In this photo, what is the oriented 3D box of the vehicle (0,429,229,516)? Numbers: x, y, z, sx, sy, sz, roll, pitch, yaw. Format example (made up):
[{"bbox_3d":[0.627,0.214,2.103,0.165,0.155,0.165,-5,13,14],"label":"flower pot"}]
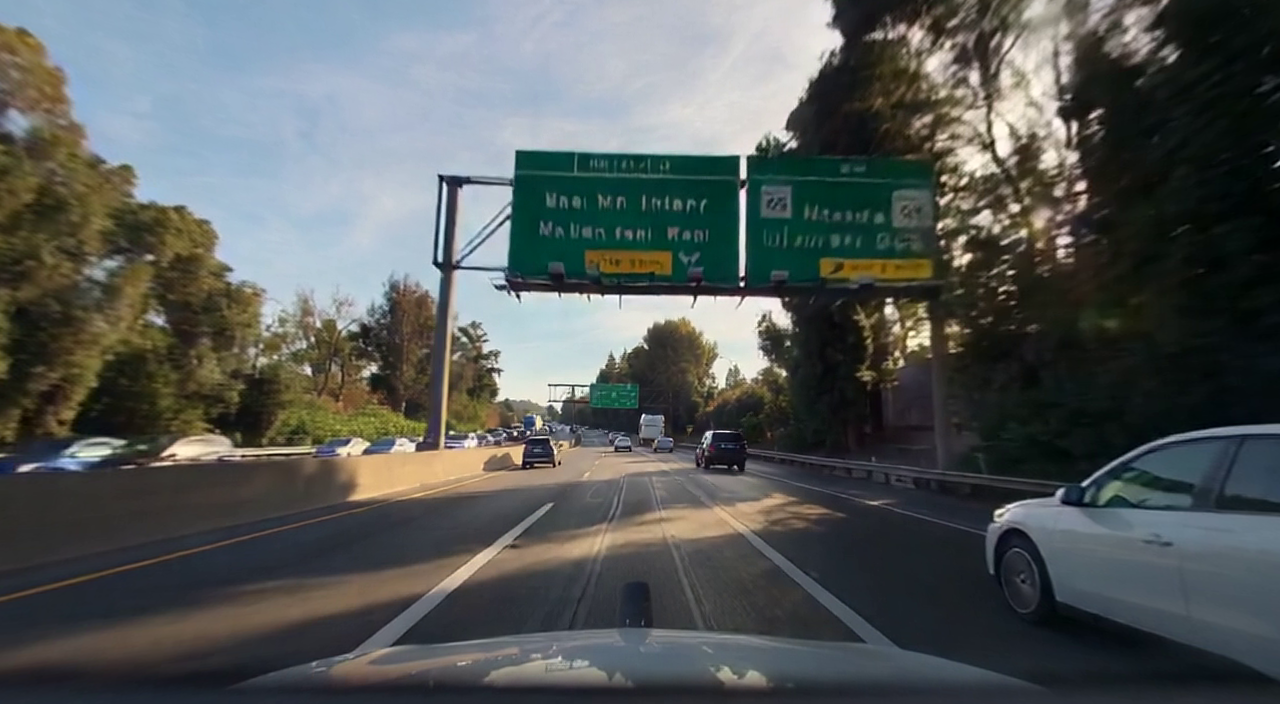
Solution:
[{"bbox_3d":[-10.470,2.301,12.534,1.944,1.446,3.739,0,-8,1],"label":"vehicle"}]

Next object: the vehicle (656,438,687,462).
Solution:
[{"bbox_3d":[1.996,6.364,41.106,1.844,1.462,3.736,0,-8,0],"label":"vehicle"}]

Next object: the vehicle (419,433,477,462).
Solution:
[{"bbox_3d":[-11.008,5.523,36.457,1.948,1.538,4.322,0,-8,1],"label":"vehicle"}]

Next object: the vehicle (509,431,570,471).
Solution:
[{"bbox_3d":[-4.465,4.465,28.552,2.058,1.689,4.315,0,-8,0],"label":"vehicle"}]

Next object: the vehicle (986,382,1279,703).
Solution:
[{"bbox_3d":[3.655,0.859,2.436,2.127,1.497,4.445,0,-8,1],"label":"vehicle"}]

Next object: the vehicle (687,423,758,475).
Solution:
[{"bbox_3d":[3.323,4.065,26.614,2.207,1.937,5.610,0,-8,0],"label":"vehicle"}]

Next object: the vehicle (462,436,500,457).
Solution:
[{"bbox_3d":[-11.680,6.985,46.534,1.727,1.433,3.940,0,-8,1],"label":"vehicle"}]
